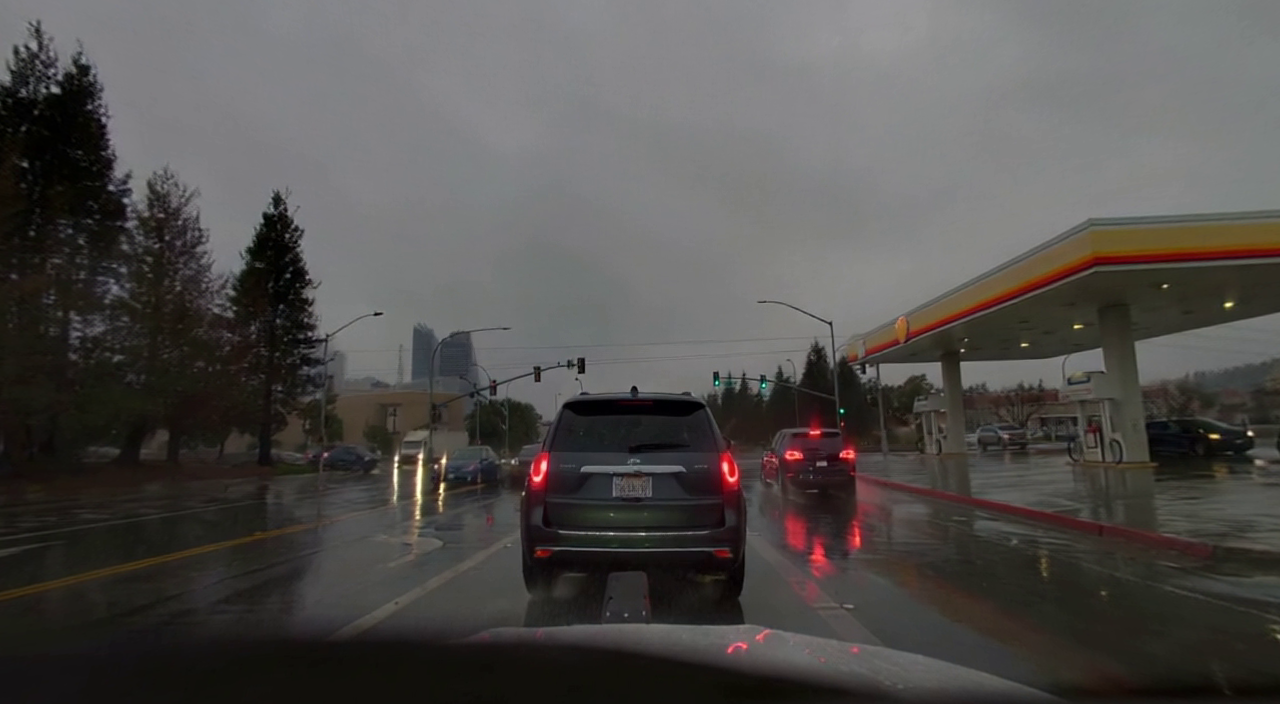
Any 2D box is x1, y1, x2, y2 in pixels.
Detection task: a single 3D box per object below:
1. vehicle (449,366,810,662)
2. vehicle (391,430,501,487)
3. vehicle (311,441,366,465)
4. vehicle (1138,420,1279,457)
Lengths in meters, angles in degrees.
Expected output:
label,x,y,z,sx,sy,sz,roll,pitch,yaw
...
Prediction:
label,x,y,z,sx,sy,sz,roll,pitch,yaw
vehicle,0.014,1.319,6.145,2.236,1.819,4.291,-1,-9,3
vehicle,-6.632,3.708,22.200,2.065,1.753,4.525,-1,-9,6
vehicle,-23.318,7.806,48.920,1.988,1.741,4.522,0,-9,0
vehicle,25.966,3.967,28.776,4.551,1.616,1.973,-2,-9,11
